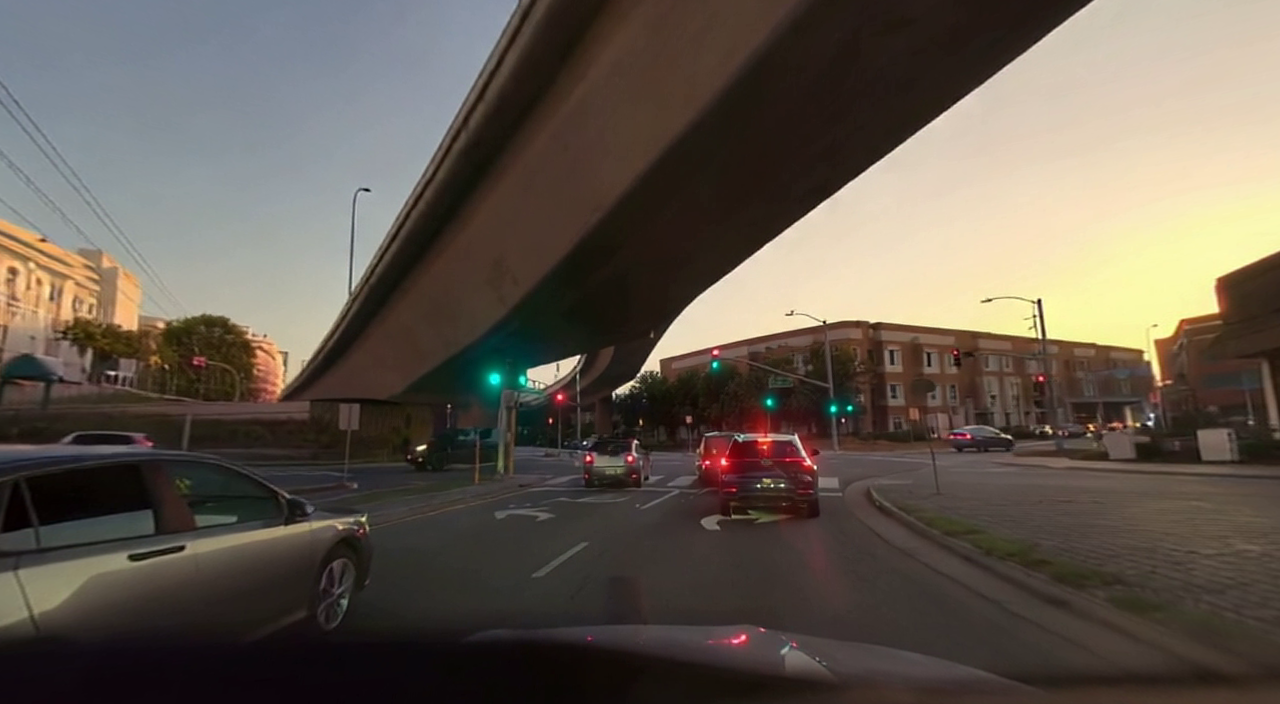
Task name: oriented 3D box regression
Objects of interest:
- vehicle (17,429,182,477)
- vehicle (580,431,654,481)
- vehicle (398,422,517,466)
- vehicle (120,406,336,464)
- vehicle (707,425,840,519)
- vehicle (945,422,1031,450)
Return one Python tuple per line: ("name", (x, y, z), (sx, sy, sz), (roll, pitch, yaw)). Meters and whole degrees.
("vehicle", (-22.730, 4.270, 26.815), (4.827, 1.885, 2.008), (4, -9, -25))
("vehicle", (-0.662, 3.563, 21.940), (2.214, 1.519, 4.704), (-1, -8, 2))
("vehicle", (-8.421, 4.284, 29.306), (4.761, 1.930, 2.175), (-2, -9, 12))
("vehicle", (-29.783, 6.240, 47.164), (3.136, 3.659, 13.988), (-4, -9, 23))
("vehicle", (2.574, 2.357, 12.980), (2.195, 1.571, 4.353), (-1, -8, 8))
("vehicle", (21.641, 5.246, 39.247), (4.755, 1.623, 2.290), (4, -9, -26))
